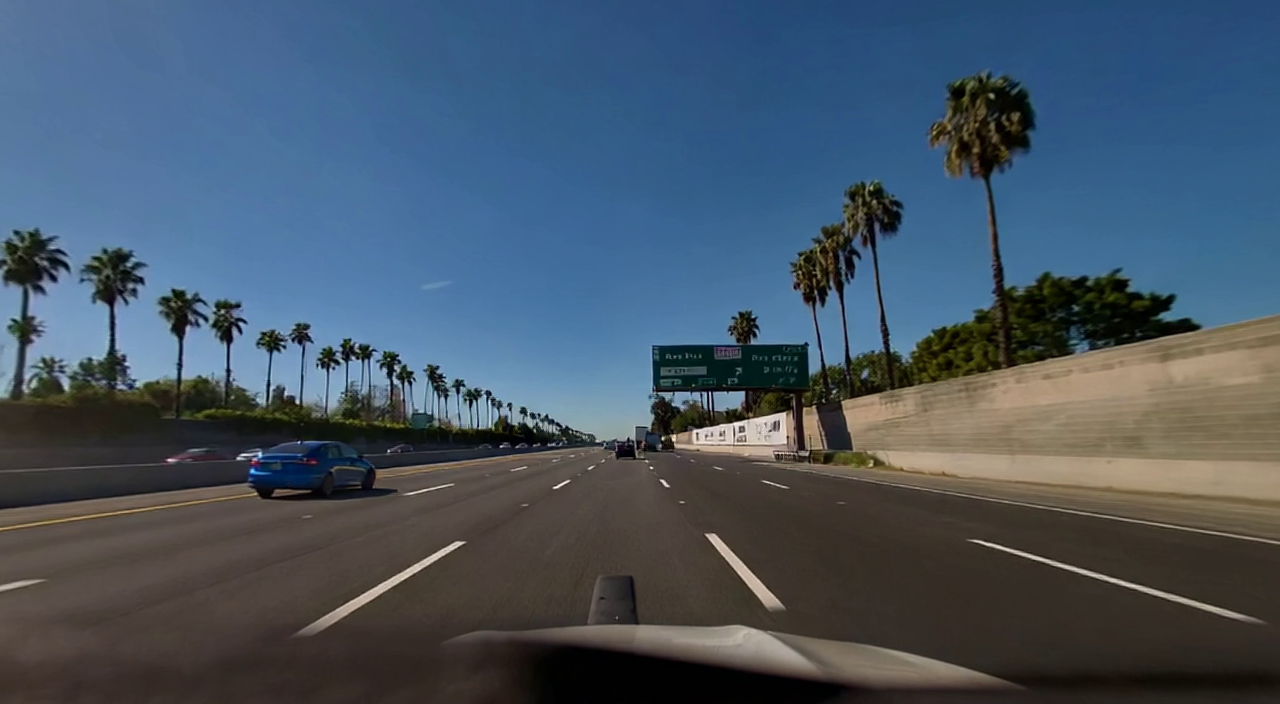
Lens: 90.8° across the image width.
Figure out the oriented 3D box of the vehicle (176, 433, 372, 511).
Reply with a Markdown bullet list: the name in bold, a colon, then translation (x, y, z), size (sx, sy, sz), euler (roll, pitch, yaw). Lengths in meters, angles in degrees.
- **vehicle**: translation (-8.283, 2.742, 14.918), size (1.971, 1.552, 4.465), euler (0, -9, 0)
